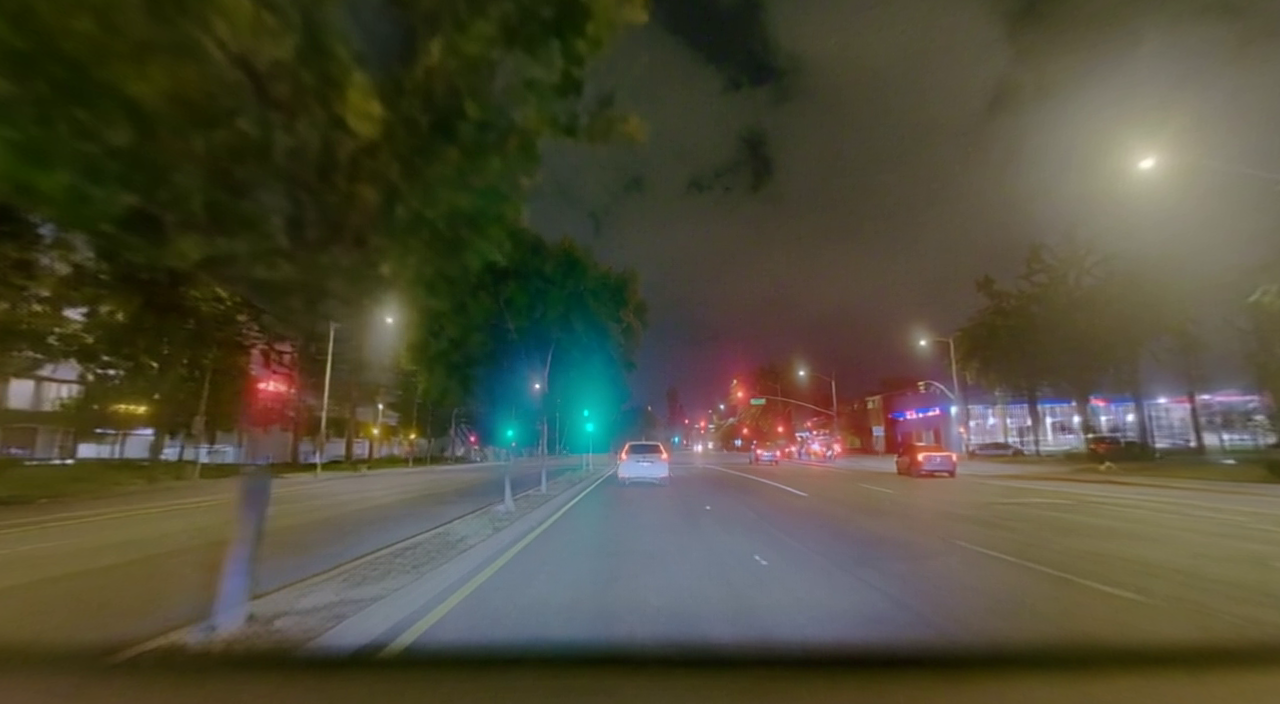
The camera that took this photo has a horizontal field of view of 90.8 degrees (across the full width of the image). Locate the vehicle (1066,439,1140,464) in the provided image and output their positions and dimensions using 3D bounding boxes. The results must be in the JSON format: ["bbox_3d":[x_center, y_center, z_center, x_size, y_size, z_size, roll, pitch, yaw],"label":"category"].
[{"bbox_3d":[32.123,6.896,43.991,1.873,1.588,4.133,-2,-8,-1],"label":"vehicle"}]

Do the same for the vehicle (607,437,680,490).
[{"bbox_3d":[0.089,3.476,19.968,2.064,1.477,3.968,0,-9,0],"label":"vehicle"}]
